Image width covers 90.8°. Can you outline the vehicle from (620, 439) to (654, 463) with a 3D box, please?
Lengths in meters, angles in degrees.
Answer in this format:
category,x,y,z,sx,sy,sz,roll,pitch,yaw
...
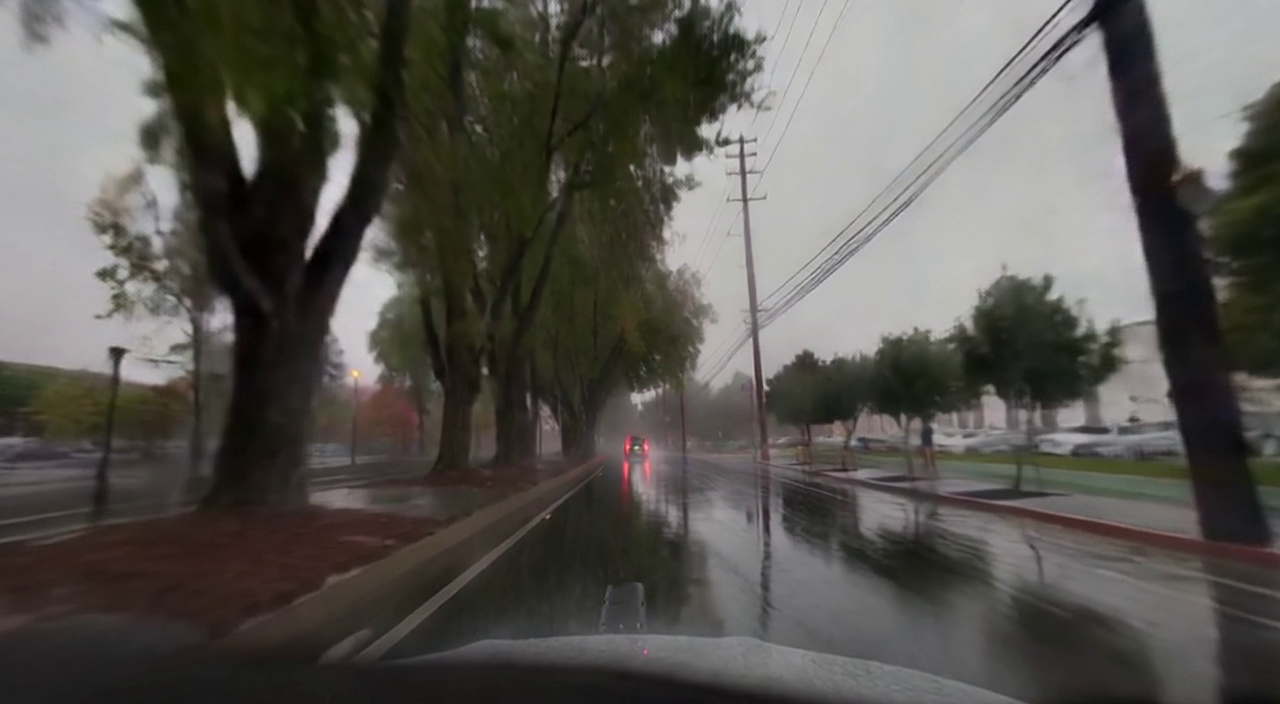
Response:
category,x,y,z,sx,sy,sz,roll,pitch,yaw
vehicle,-0.236,6.512,41.810,2.109,1.501,4.042,0,-8,-1
